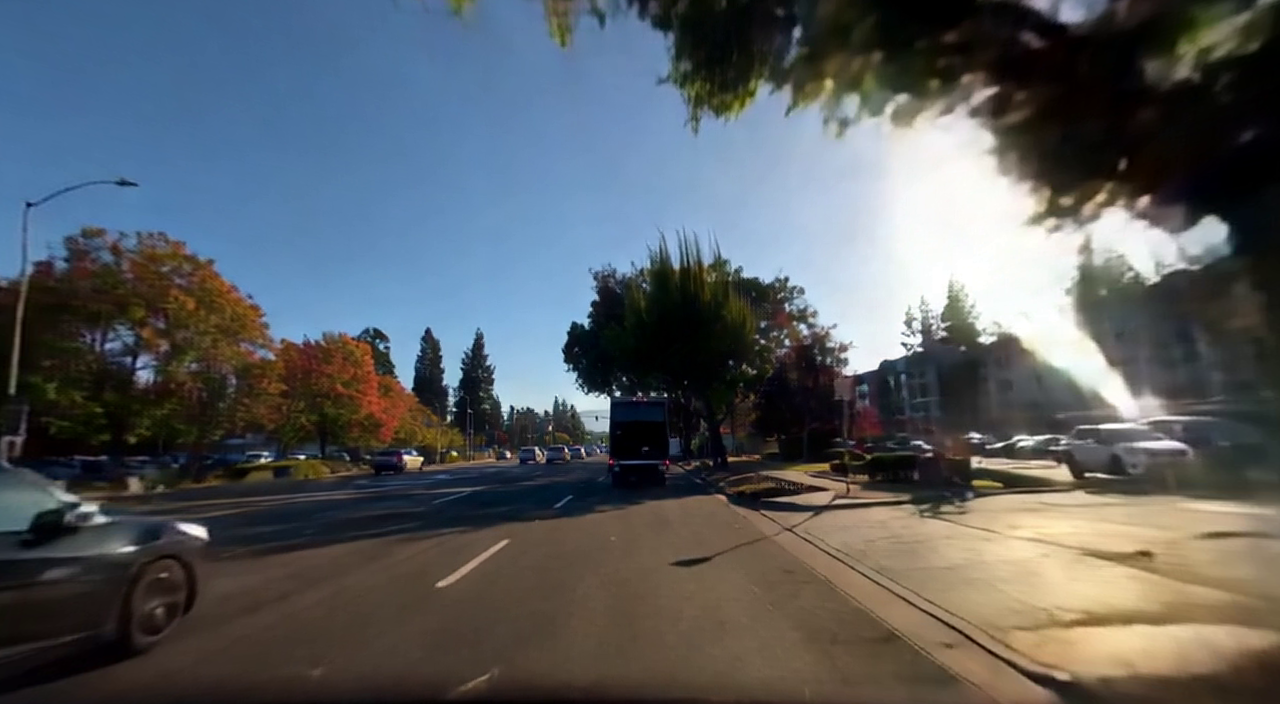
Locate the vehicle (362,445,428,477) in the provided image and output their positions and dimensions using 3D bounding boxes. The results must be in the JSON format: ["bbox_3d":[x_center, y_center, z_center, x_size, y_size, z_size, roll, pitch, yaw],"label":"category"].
[{"bbox_3d":[-13.896,6.179,35.867,1.958,1.672,4.283,0,-9,1],"label":"vehicle"}]

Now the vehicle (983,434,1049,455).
[{"bbox_3d":[25.871,6.376,43.210,3.503,1.419,1.646,1,-9,-4],"label":"vehicle"}]

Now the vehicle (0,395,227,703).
[{"bbox_3d":[-4.092,0.914,2.359,2.078,1.597,4.355,0,-9,0],"label":"vehicle"}]

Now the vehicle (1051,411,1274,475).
[{"bbox_3d":[13.881,2.438,16.905,4.321,1.579,1.823,0,-7,1],"label":"vehicle"}]

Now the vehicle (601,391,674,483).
[{"bbox_3d":[-0.014,4.036,29.428,2.905,3.644,8.807,0,-9,1],"label":"vehicle"}]
